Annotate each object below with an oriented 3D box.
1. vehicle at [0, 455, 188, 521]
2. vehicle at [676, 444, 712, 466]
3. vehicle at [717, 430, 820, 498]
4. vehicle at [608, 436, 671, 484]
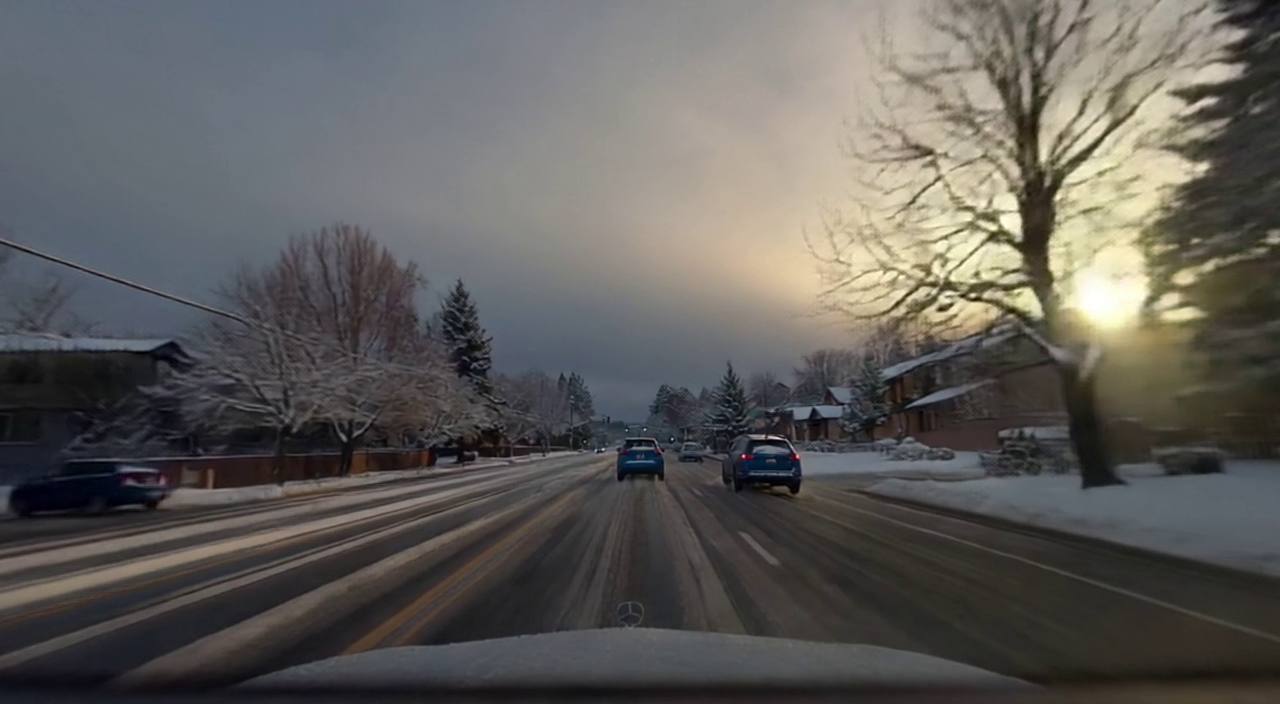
[{"bbox_3d":[-15.710,3.817,17.864,4.296,1.611,1.942,-2,-9,0],"label":"vehicle"},{"bbox_3d":[3.640,7.016,43.099,2.099,1.463,4.130,0,-8,-1],"label":"vehicle"},{"bbox_3d":[3.562,3.204,18.401,2.024,1.711,4.512,0,-8,0],"label":"vehicle"},{"bbox_3d":[-0.014,4.083,24.190,2.200,1.653,4.127,0,-8,0],"label":"vehicle"}]
